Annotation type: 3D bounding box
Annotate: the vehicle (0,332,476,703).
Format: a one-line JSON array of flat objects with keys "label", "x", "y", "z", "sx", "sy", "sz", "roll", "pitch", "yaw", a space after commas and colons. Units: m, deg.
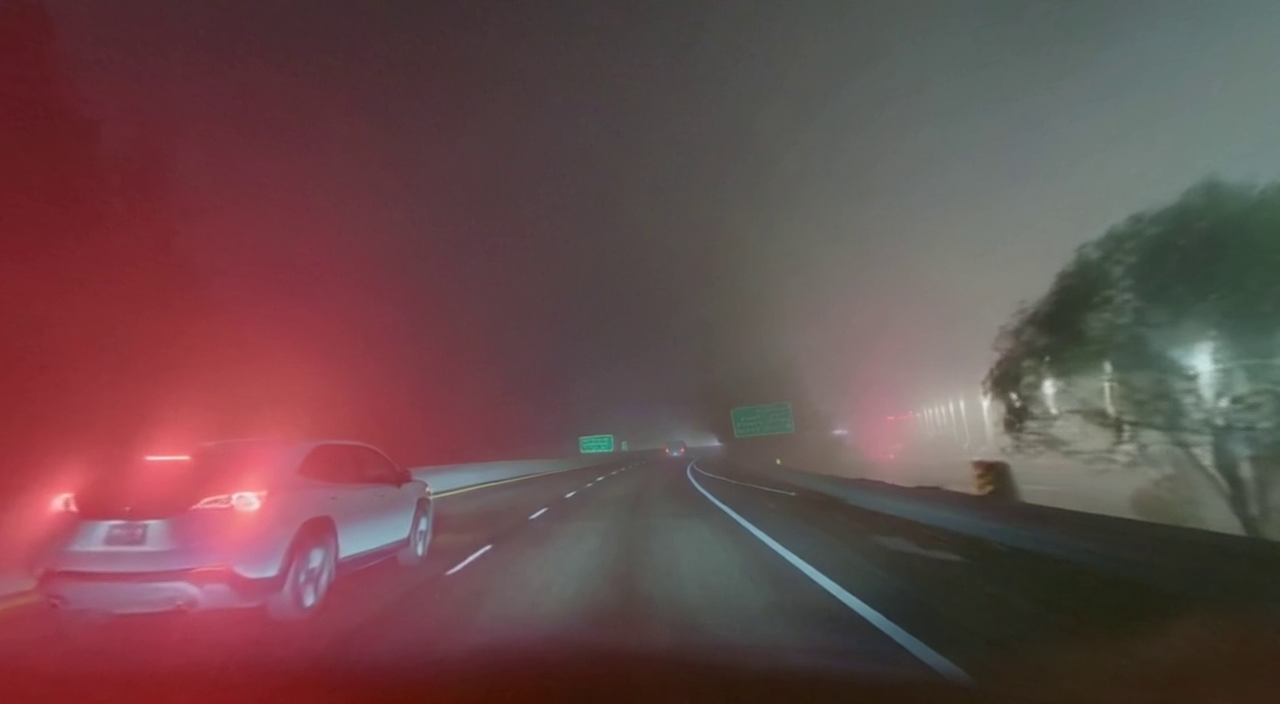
[{"label": "vehicle", "x": -3.433, "y": 1.266, "z": 5.935, "sx": 2.143, "sy": 1.851, "sz": 5.817, "roll": 0, "pitch": -9, "yaw": 1}]
